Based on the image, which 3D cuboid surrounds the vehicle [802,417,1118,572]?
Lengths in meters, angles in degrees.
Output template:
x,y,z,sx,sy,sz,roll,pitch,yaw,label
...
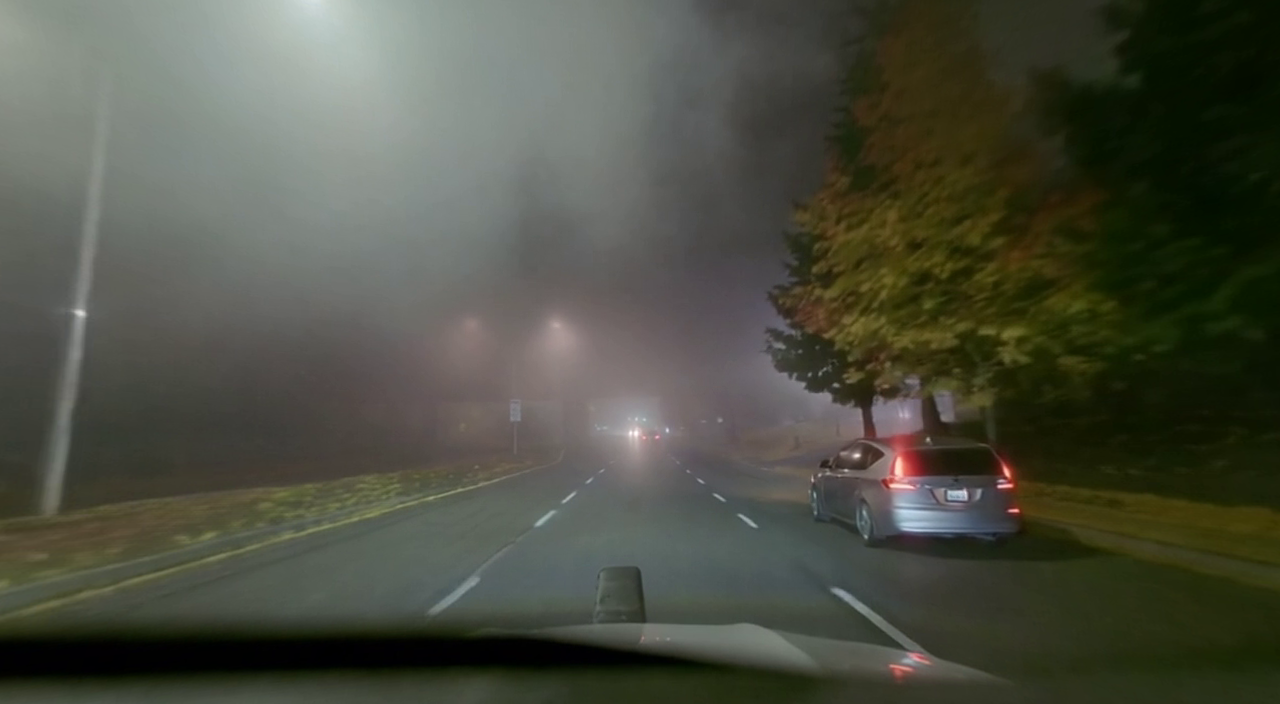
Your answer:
x,y,z,sx,sy,sz,roll,pitch,yaw,label
3.813,1.786,8.648,2.063,1.542,4.420,-1,-9,1,vehicle
